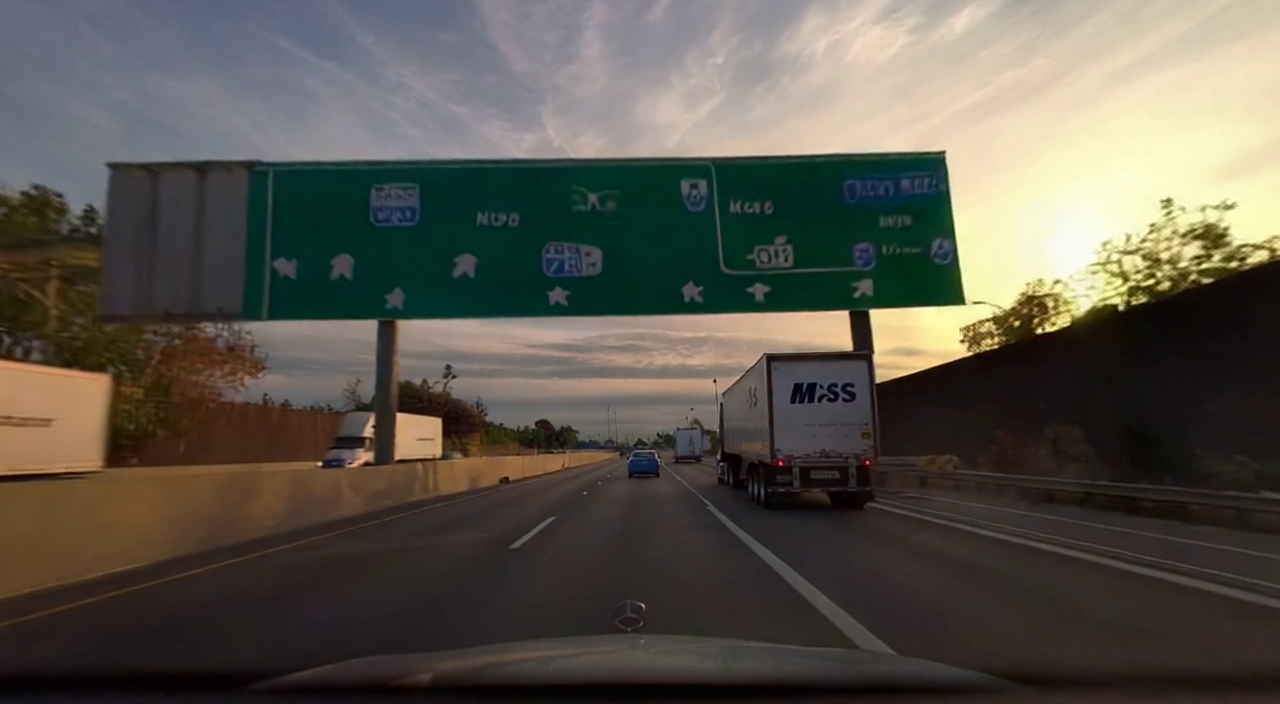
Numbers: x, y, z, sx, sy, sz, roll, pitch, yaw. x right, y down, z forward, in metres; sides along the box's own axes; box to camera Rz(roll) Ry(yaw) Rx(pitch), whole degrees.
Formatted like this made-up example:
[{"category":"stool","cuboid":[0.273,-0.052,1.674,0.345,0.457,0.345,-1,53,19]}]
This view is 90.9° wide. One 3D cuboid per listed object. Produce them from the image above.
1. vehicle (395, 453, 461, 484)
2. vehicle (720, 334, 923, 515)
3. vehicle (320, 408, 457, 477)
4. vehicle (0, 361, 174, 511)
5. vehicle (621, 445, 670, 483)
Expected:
[{"category":"vehicle","cuboid":[-10.684,5.885,32.082,2.016,1.450,3.690,0,-9,1]},{"category":"vehicle","cuboid":[5.011,2.692,21.465,3.002,4.104,14.174,0,-9,1]},{"category":"vehicle","cuboid":[-17.429,6.750,46.028,3.305,4.034,16.829,1,-9,-1]},{"category":"vehicle","cuboid":[-18.427,2.323,17.262,2.753,3.956,11.031,0,-9,0]},{"category":"vehicle","cuboid":[0.265,5.204,29.529,2.121,1.642,3.828,0,-9,1]}]
